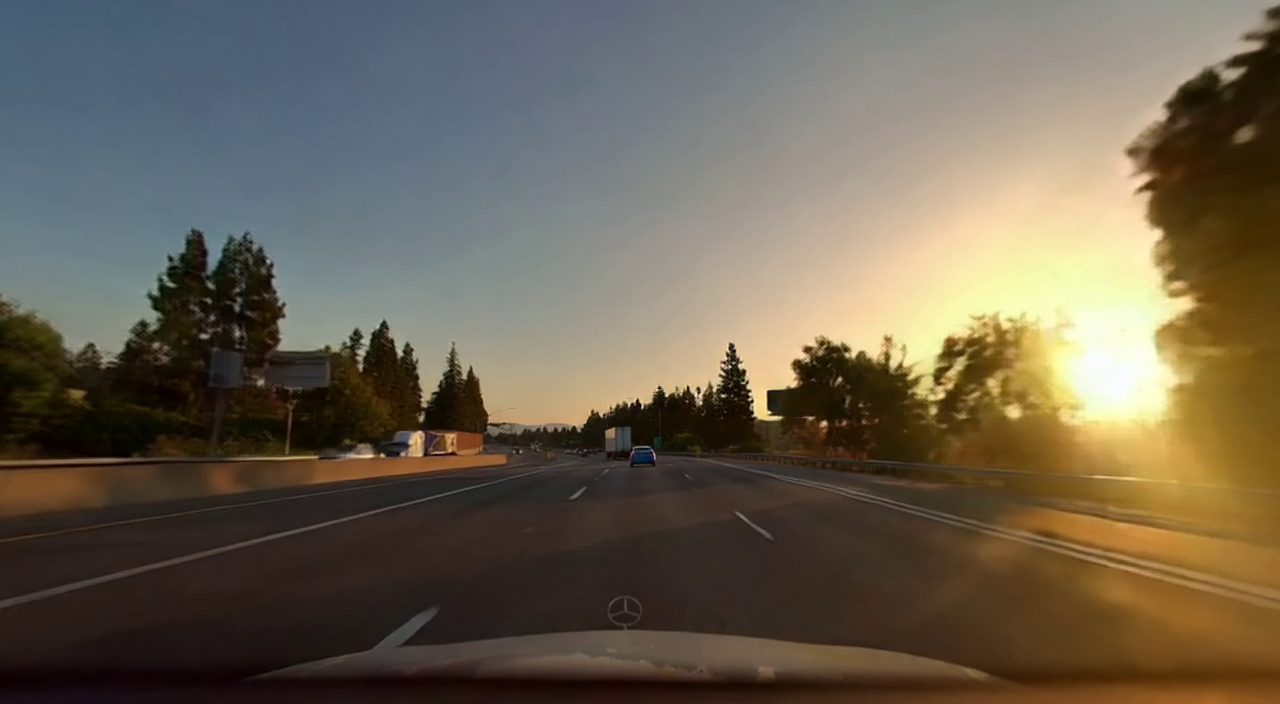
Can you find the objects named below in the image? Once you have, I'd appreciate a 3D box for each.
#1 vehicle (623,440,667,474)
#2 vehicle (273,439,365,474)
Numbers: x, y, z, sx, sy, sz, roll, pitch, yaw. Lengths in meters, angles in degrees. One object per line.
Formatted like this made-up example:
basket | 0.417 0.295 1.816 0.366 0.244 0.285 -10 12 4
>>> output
vehicle | 0.178 5.131 30.998 2.042 1.528 4.300 0 -8 -1
vehicle | -17.731 5.776 35.247 2.156 1.764 5.763 0 -8 0
